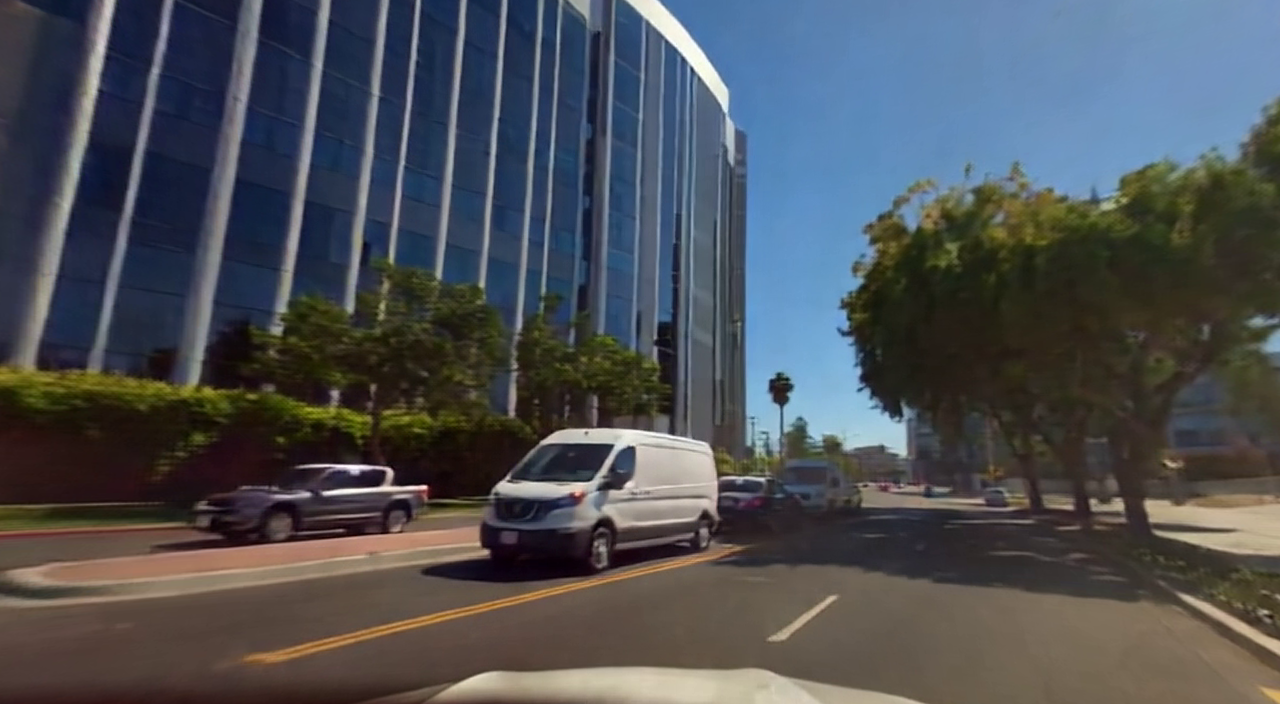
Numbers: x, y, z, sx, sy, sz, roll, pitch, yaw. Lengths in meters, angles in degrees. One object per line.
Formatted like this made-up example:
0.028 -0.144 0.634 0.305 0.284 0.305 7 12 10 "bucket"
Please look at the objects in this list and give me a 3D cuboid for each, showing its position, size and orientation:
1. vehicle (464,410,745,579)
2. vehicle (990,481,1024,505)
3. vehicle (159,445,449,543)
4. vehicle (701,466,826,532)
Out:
-0.197 2.250 10.427 2.104 2.013 5.252 -7 -13 28 "vehicle"
26.015 9.979 44.763 1.899 1.470 3.666 -5 -12 28 "vehicle"
-6.070 2.617 12.068 1.868 1.472 4.470 -5 -12 30 "vehicle"
3.479 3.872 17.040 1.853 1.495 4.632 -7 -13 29 "vehicle"
